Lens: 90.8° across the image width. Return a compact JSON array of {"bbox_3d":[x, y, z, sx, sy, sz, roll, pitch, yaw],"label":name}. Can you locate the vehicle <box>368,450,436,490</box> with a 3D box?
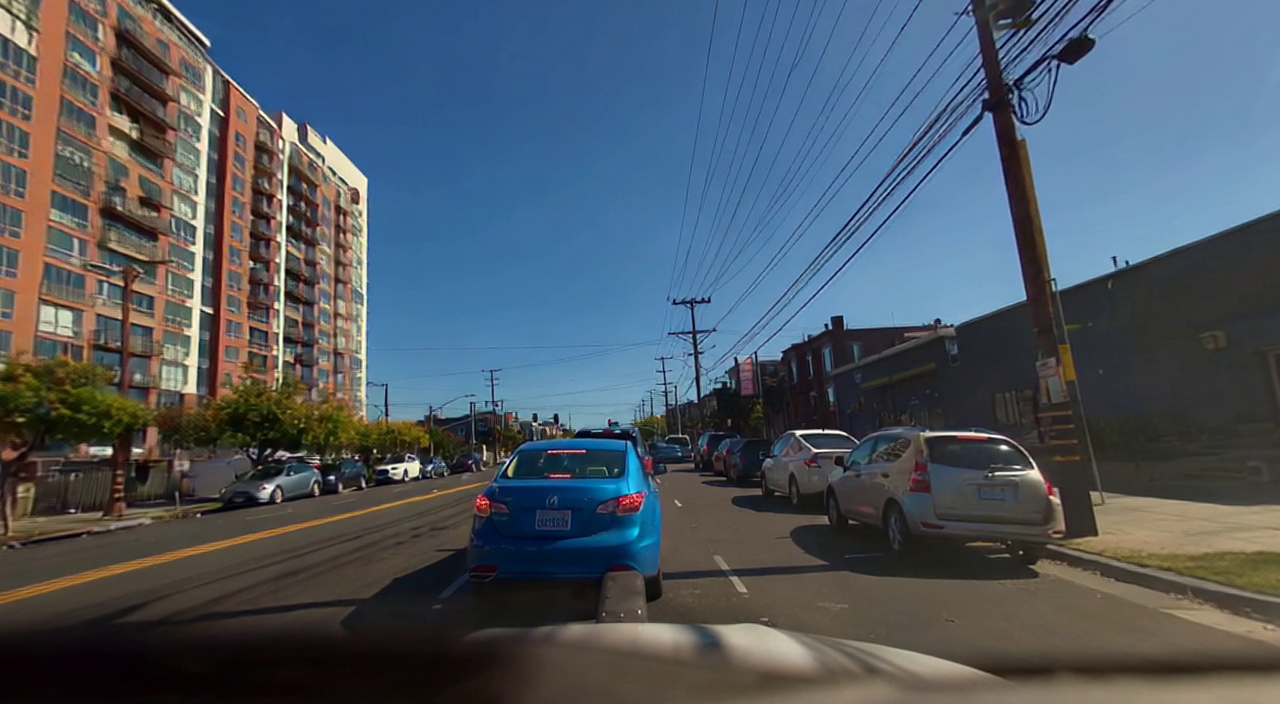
[{"bbox_3d":[-11.942,5.880,31.932,2.011,1.687,4.079,-4,-8,-2],"label":"vehicle"}]

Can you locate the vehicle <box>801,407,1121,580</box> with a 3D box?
[{"bbox_3d":[3.790,1.744,8.601,1.967,1.721,4.410,0,-8,-1],"label":"vehicle"}]

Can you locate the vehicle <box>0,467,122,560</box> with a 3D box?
[{"bbox_3d":[-11.894,2.883,10.999,1.850,1.487,4.711,-3,-8,-1],"label":"vehicle"}]

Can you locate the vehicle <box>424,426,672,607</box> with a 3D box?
[{"bbox_3d":[-0.727,1.686,7.509,2.019,1.453,4.603,0,-8,1],"label":"vehicle"}]

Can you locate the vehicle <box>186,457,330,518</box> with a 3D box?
[{"bbox_3d":[-11.881,4.190,20.055,1.868,1.491,4.367,-4,-9,1],"label":"vehicle"}]
